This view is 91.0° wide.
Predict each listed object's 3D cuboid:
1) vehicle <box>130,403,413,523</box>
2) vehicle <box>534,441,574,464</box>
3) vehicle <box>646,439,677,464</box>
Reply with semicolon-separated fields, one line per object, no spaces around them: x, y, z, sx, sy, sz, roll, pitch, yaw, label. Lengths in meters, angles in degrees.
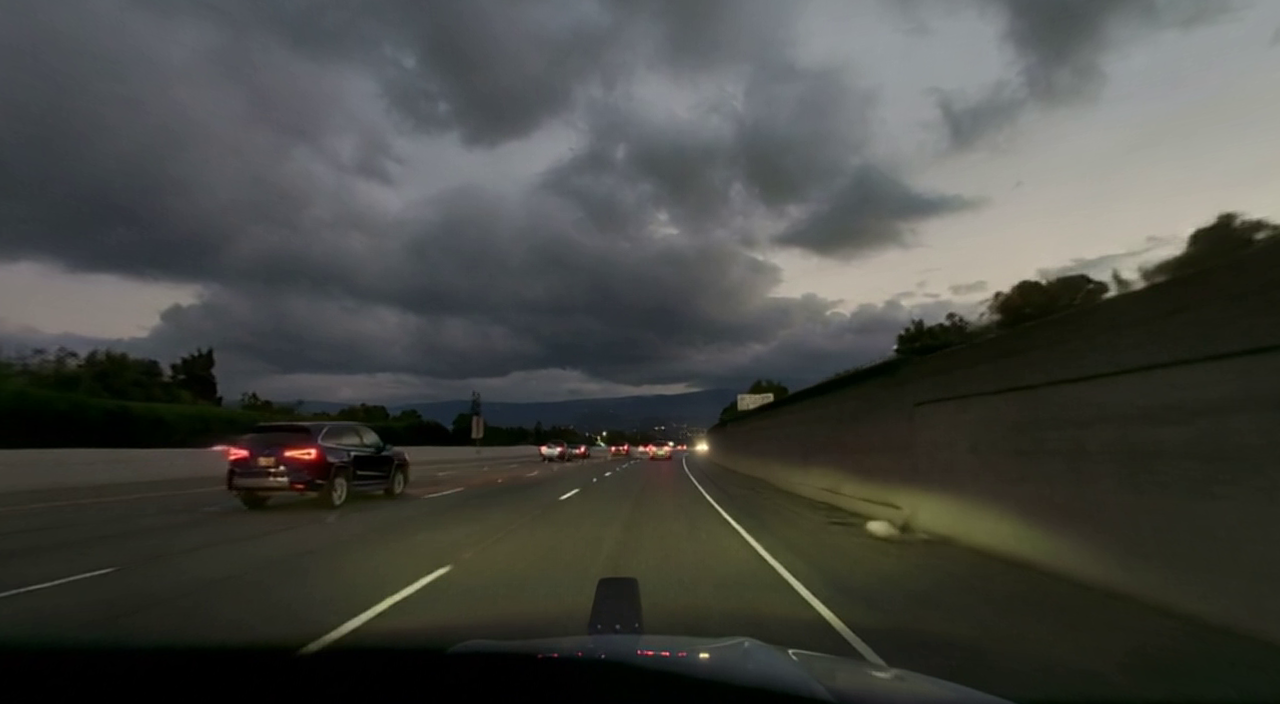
-7.110;2.233;13.256;2.438;1.967;5.596;0;-8;1;vehicle
-6.132;7.210;45.381;1.986;1.534;4.255;0;-8;3;vehicle
1.609;7.267;46.078;2.141;1.706;4.065;0;-8;3;vehicle
